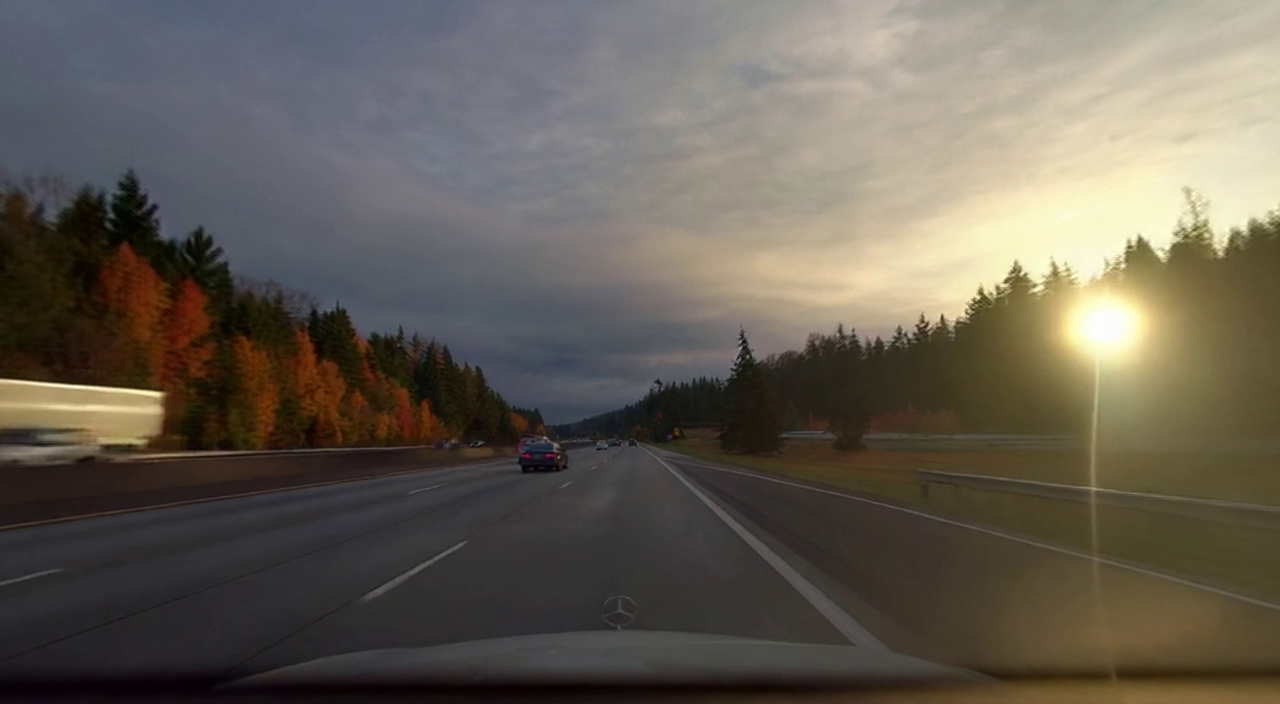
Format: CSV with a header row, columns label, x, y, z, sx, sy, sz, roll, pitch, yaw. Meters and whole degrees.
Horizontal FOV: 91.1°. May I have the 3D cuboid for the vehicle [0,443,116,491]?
label,x,y,z,sx,sy,sz,roll,pitch,yaw
vehicle,-21.554,4.047,22.525,1.854,1.490,4.173,0,-8,1

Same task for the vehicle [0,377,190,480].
label,x,y,z,sx,sy,sz,roll,pitch,yaw
vehicle,-25.305,3.544,28.712,2.937,3.965,8.799,0,-8,-1

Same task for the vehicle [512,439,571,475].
label,x,y,z,sx,sy,sz,roll,pitch,yaw
vehicle,-4.444,4.797,29.004,2.004,1.497,4.260,0,-8,1
